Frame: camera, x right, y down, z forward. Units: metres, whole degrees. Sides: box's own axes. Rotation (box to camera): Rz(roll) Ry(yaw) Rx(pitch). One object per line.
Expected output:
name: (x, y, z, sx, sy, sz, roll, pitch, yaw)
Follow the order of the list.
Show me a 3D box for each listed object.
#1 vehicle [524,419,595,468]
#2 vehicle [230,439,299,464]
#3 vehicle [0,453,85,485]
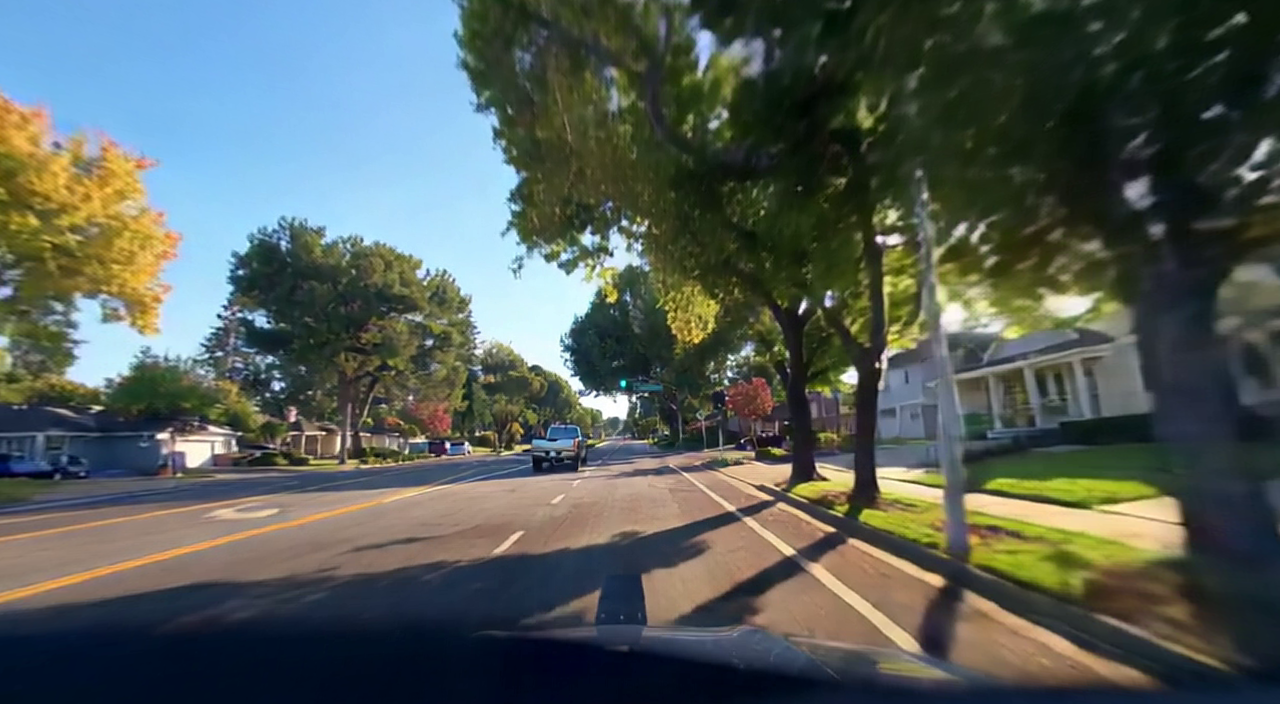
vehicle: (-3.583, 4.233, 29.333, 2.508, 2.001, 5.880, 0, -8, 0)
vehicle: (-28.872, 7.697, 48.647, 4.092, 1.624, 1.965, -1, -11, -12)
vehicle: (-30.283, 5.677, 30.774, 4.506, 1.453, 2.108, 0, -8, 1)
